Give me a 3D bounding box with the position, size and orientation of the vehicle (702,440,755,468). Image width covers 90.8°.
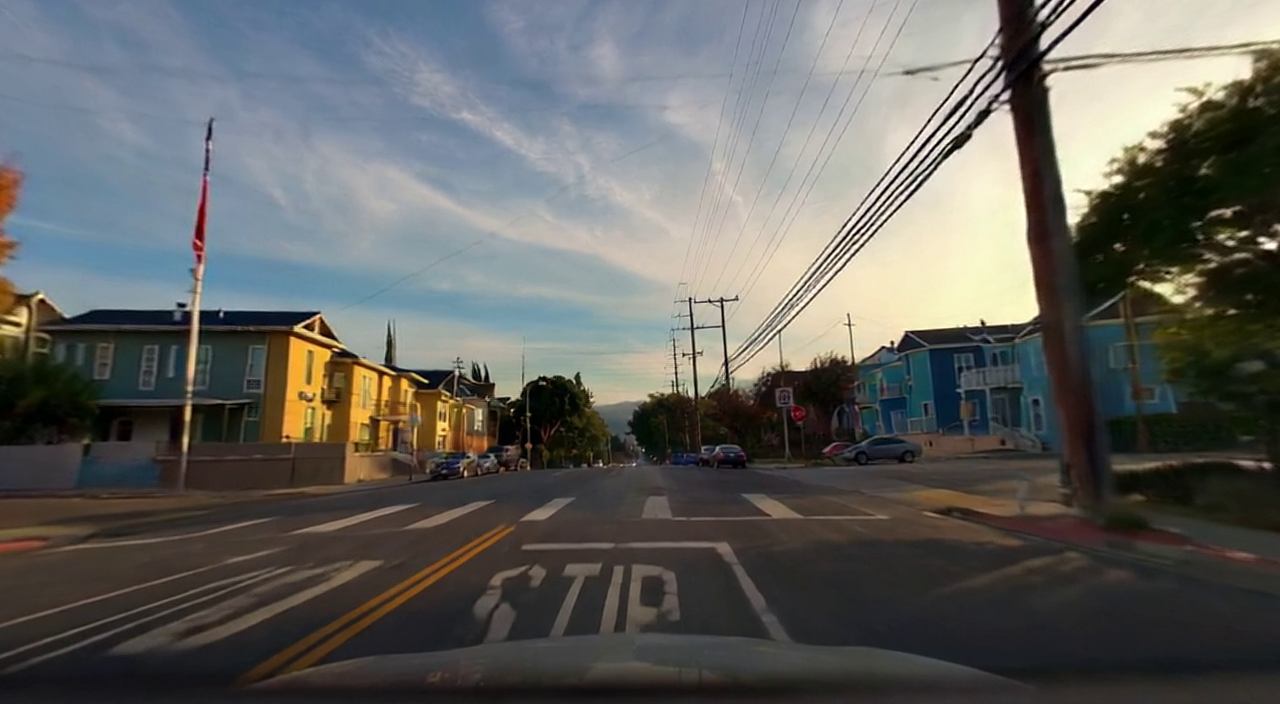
[{"bbox_3d":[5.034,5.854,36.486,2.059,1.502,4.824,0,-9,-4],"label":"vehicle"}]

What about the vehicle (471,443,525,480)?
[{"bbox_3d":[-10.262,7.985,46.361,2.687,2.491,5.936,0,-9,-1],"label":"vehicle"}]

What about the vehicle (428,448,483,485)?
[{"bbox_3d":[-9.952,6.169,34.402,1.900,1.683,4.486,-5,-8,-5],"label":"vehicle"}]

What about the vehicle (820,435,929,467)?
[{"bbox_3d":[10.950,4.634,29.692,4.336,1.424,1.954,1,-9,-10],"label":"vehicle"}]
